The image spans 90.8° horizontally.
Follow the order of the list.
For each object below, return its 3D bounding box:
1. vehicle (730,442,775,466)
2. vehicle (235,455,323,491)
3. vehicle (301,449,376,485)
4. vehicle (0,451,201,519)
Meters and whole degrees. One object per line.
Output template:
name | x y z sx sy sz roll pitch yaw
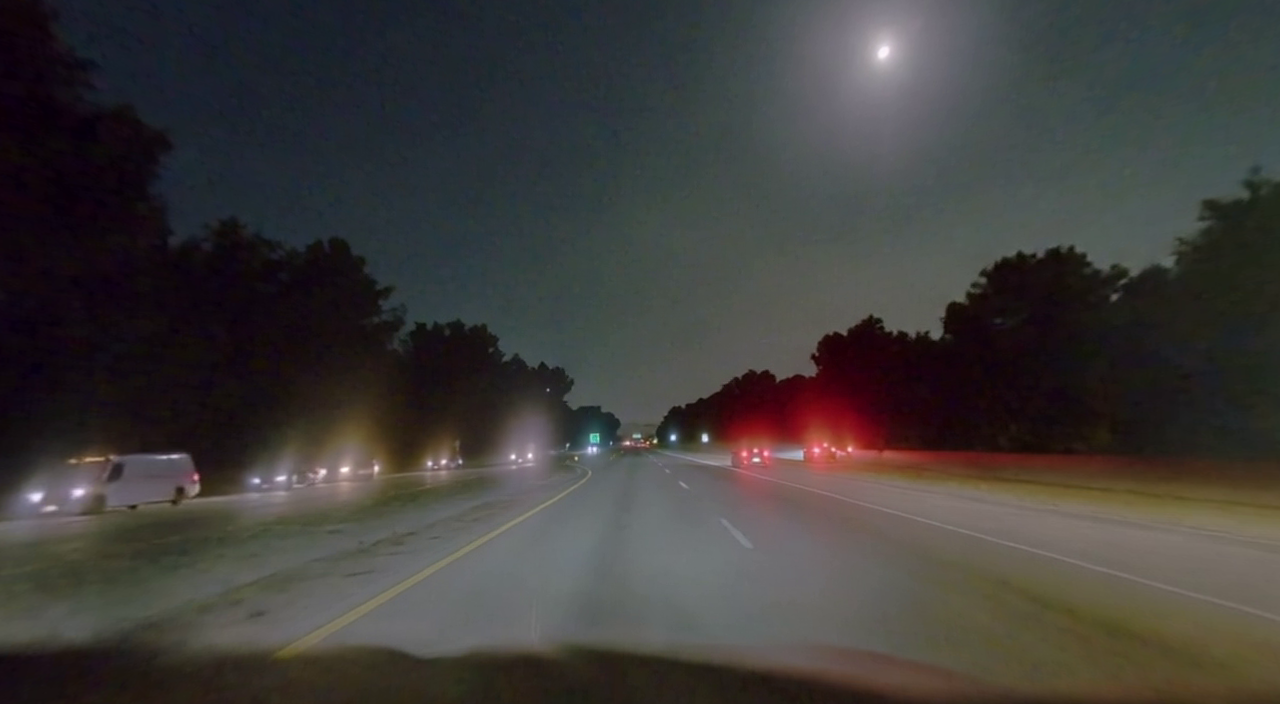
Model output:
vehicle | 7.308 6.696 41.542 1.961 1.465 4.468 0 -8 -2
vehicle | -17.865 5.975 31.499 1.851 1.563 4.336 0 -8 0
vehicle | -17.790 6.771 37.601 1.926 1.684 5.378 -3 -7 -1
vehicle | -17.705 4.281 21.138 1.999 1.875 5.842 0 -8 -2
